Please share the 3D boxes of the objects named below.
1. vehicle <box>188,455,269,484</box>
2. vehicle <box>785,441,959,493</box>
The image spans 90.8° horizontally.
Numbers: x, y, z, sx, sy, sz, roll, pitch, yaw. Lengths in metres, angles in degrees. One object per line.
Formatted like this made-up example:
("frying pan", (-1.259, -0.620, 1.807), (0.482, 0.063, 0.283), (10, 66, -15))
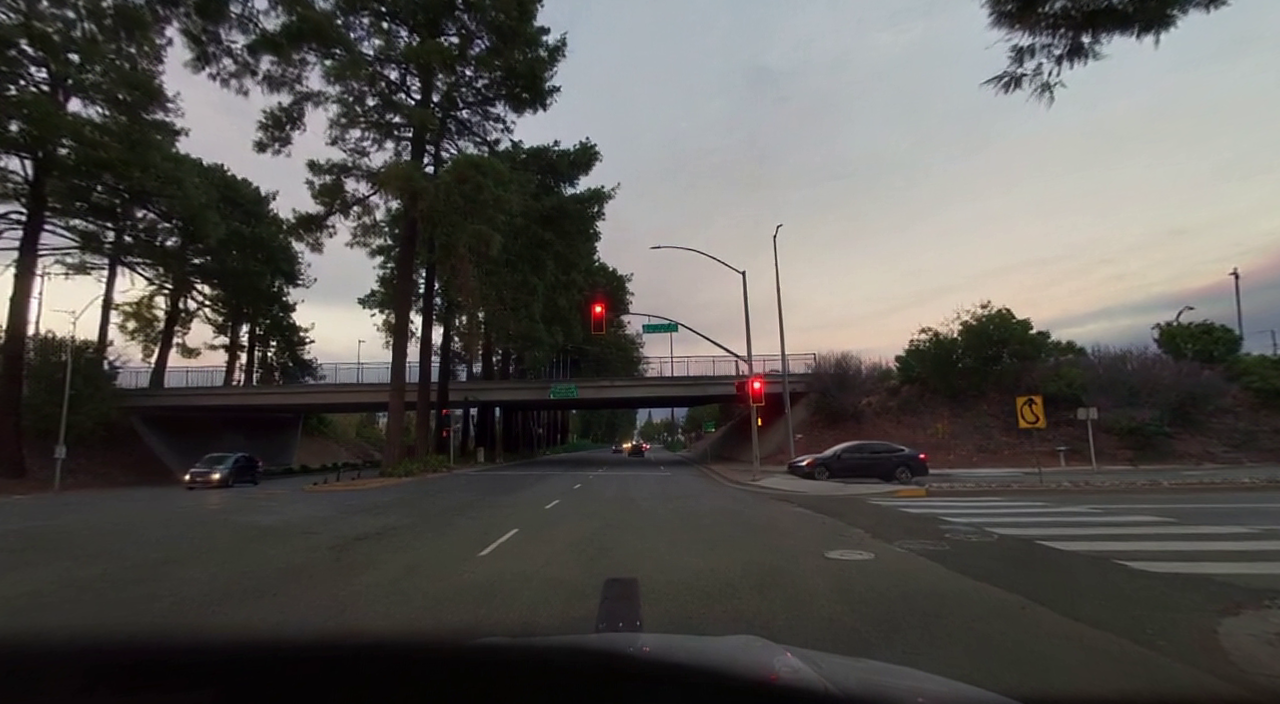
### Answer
("vehicle", (-23.920, 6.816, 36.956), (1.834, 1.482, 4.310), (0, -9, 0))
("vehicle", (7.065, 3.508, 19.476), (4.691, 1.466, 1.800), (1, -9, -8))
